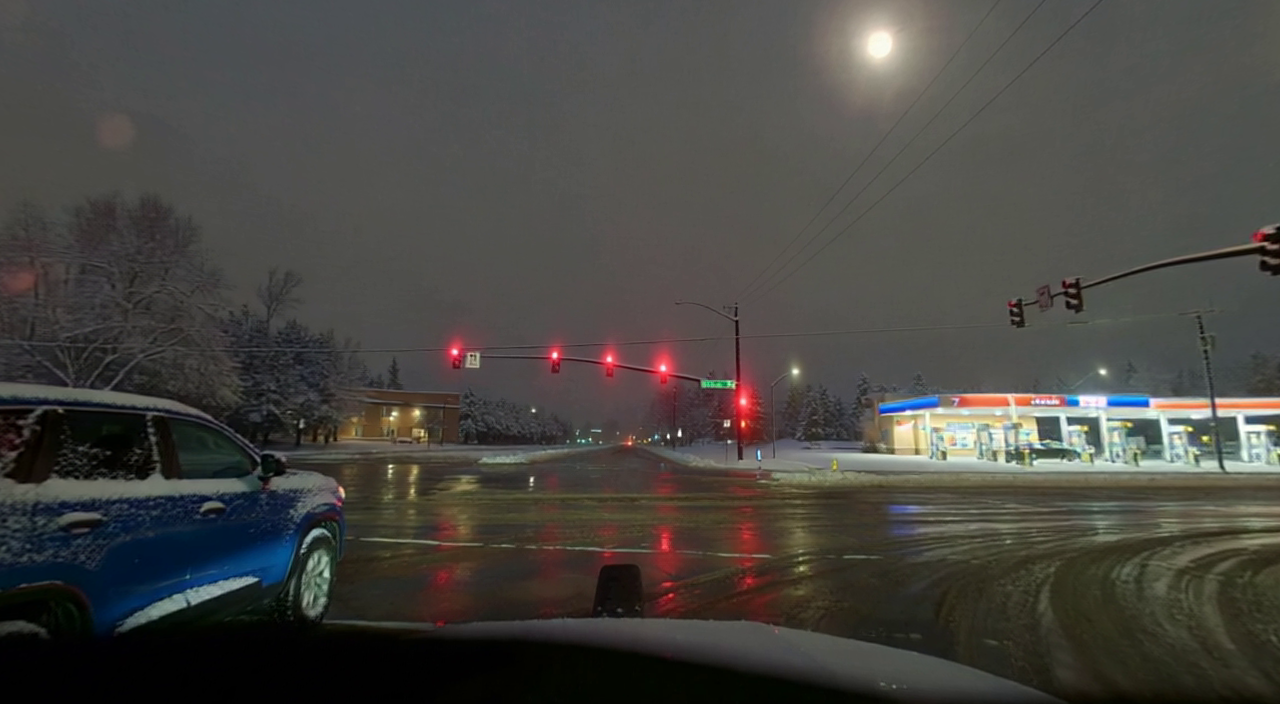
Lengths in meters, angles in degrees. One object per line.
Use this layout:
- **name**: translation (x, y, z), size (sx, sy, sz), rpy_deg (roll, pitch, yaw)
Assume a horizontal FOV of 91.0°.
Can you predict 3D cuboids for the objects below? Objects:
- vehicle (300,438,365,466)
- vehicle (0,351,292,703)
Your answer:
- **vehicle**: translation (-20.468, 6.682, 42.157), size (2.004, 1.699, 4.486), rpy_deg (0, -9, 1)
- **vehicle**: translation (-3.432, 0.803, 2.039), size (2.053, 1.690, 4.364), rpy_deg (0, -9, 0)
